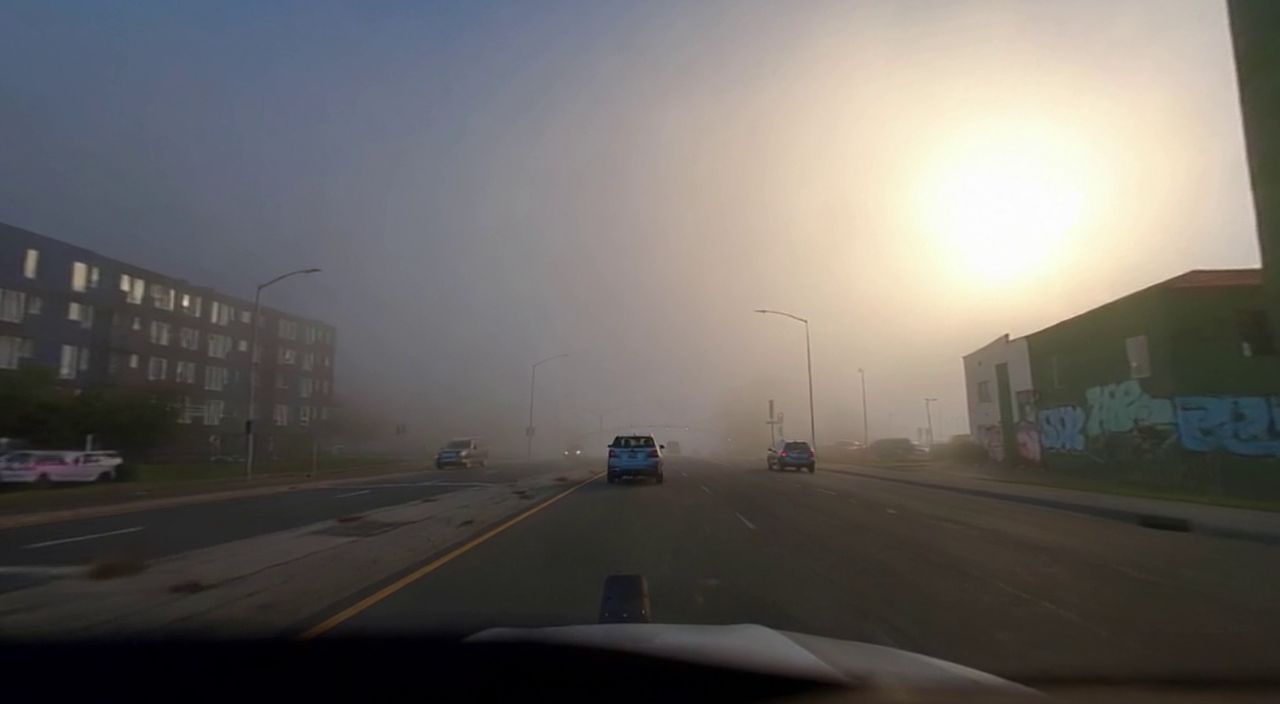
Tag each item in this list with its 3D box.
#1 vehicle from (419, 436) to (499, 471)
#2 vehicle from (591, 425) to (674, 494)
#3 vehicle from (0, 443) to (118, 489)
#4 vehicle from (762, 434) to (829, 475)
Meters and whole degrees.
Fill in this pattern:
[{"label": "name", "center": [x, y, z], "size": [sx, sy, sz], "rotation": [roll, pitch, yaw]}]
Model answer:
[{"label": "vehicle", "center": [-11.174, 6.329, 39.537], "size": [2.544, 2.014, 5.821], "rotation": [-1, -9, 8]}, {"label": "vehicle", "center": [-0.103, 3.162, 18.853], "size": [2.160, 1.786, 4.702], "rotation": [0, -8, 2]}, {"label": "vehicle", "center": [-26.489, 5.036, 27.743], "size": [4.916, 1.826, 2.242], "rotation": [-2, -10, -2]}, {"label": "vehicle", "center": [7.098, 4.724, 29.211], "size": [1.952, 1.749, 4.311], "rotation": [0, -8, 0]}]
